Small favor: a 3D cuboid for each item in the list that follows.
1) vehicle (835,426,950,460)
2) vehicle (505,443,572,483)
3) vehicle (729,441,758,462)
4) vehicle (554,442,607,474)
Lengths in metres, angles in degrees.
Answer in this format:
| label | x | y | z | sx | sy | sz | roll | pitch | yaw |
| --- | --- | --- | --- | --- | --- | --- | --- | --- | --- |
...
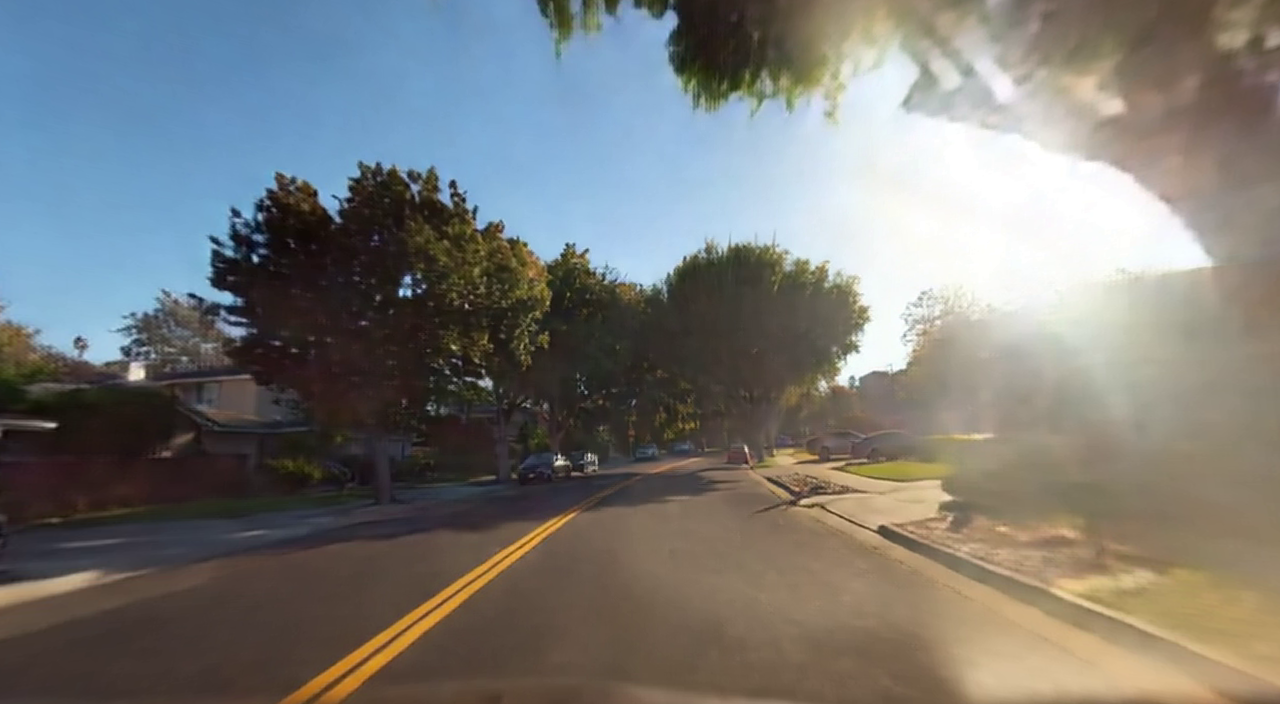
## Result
| label | x | y | z | sx | sy | sz | roll | pitch | yaw |
| --- | --- | --- | --- | --- | --- | --- | --- | --- | --- |
| vehicle | 12.237 | 4.437 | 30.839 | 4.744 | 1.507 | 1.953 | -1 | -8 | 4 |
| vehicle | -4.473 | 5.092 | 28.579 | 1.886 | 1.494 | 4.149 | -2 | -13 | 7 |
| vehicle | 8.065 | 7.710 | 48.943 | 1.972 | 1.460 | 4.137 | -2 | -8 | 11 |
| vehicle | -3.307 | 6.050 | 35.749 | 1.972 | 1.536 | 4.347 | -2 | -13 | 8 |
